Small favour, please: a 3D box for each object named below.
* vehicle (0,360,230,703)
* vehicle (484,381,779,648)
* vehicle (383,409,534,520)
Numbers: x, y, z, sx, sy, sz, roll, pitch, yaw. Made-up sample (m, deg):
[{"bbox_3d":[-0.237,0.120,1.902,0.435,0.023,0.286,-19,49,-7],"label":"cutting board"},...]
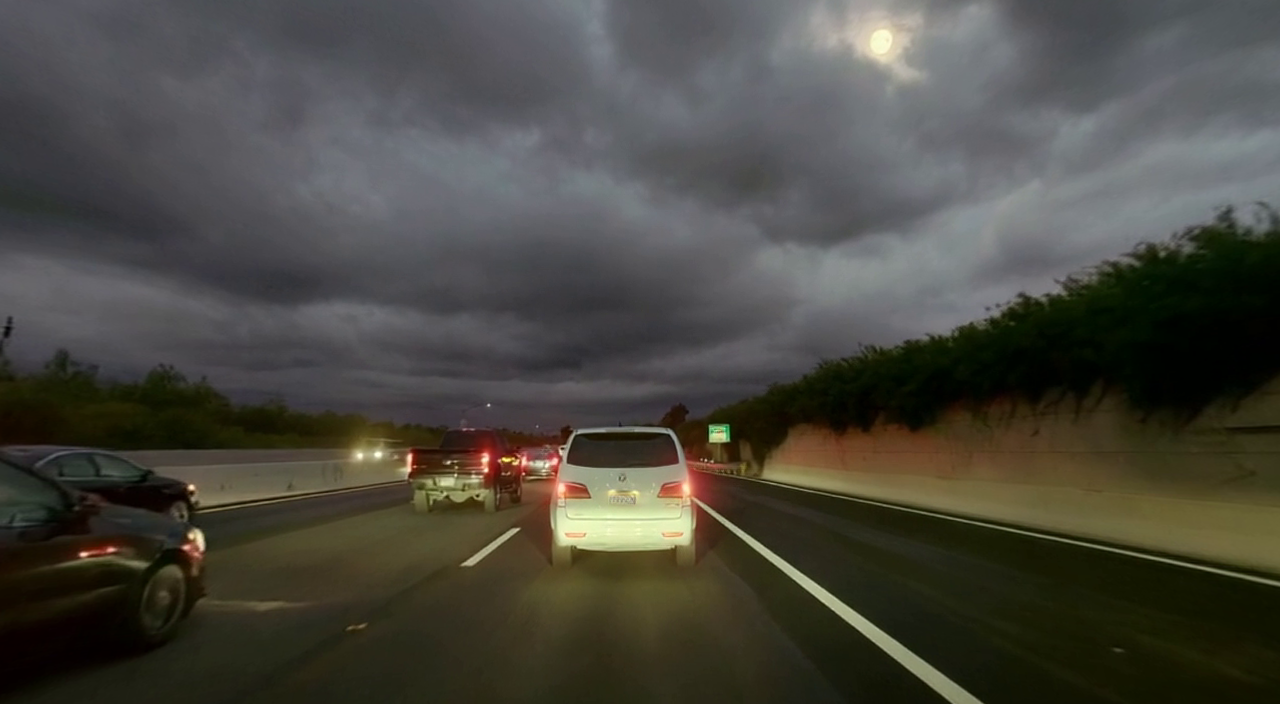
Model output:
[{"bbox_3d":[-3.872,0.779,1.869,2.205,1.719,4.595,0,-9,0],"label":"vehicle"},{"bbox_3d":[-0.095,1.359,6.073,1.995,1.798,3.380,0,-9,-1],"label":"vehicle"},{"bbox_3d":[-3.950,2.574,14.790,2.055,2.144,4.782,-1,-9,1],"label":"vehicle"}]
